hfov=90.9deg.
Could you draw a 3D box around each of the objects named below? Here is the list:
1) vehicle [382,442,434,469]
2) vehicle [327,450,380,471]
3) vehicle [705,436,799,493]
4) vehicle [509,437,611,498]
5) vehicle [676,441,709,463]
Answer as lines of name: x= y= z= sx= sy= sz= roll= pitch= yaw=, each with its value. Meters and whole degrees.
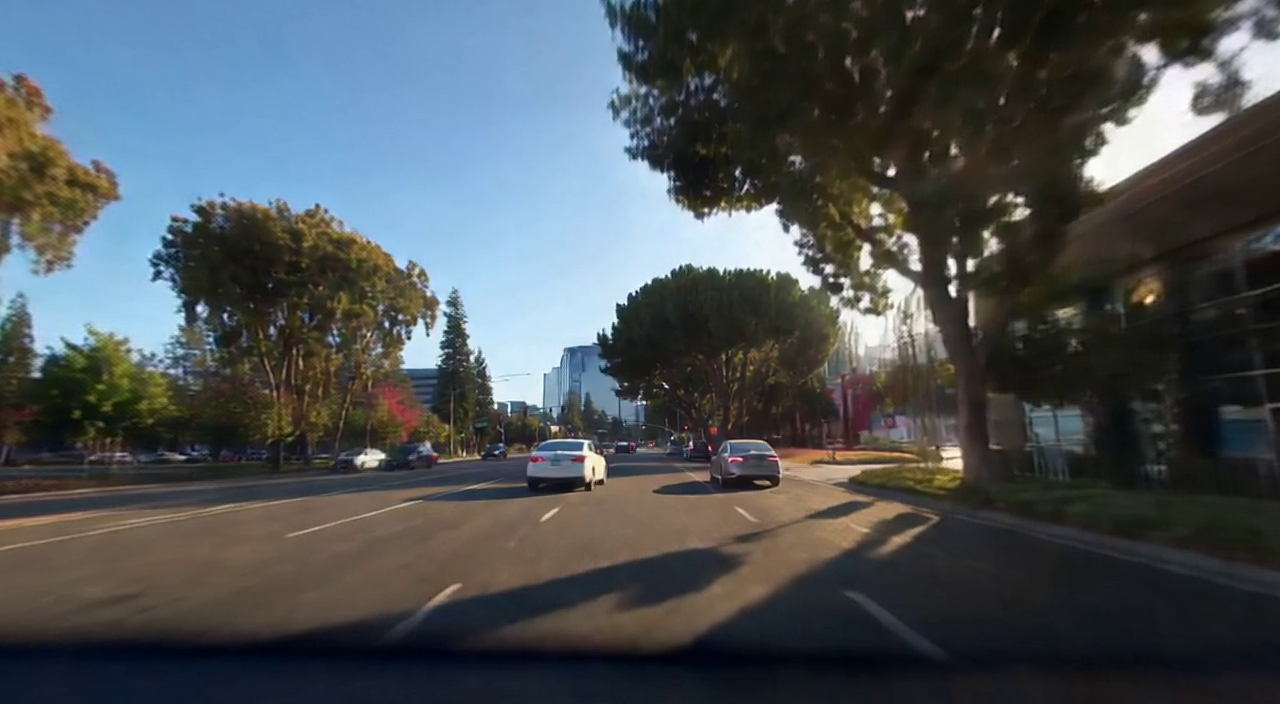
vehicle: x=-15.299 y=6.863 z=41.845 sx=1.863 sy=1.658 sz=4.078 roll=0 pitch=-8 yaw=1
vehicle: x=-21.899 y=8.288 z=48.390 sx=1.848 sy=1.450 sz=4.678 roll=0 pitch=-8 yaw=0
vehicle: x=3.232 y=3.338 z=19.091 sx=1.948 sy=1.474 sz=4.360 roll=0 pitch=-8 yaw=-1
vehicle: x=-2.013 y=3.062 z=17.089 sx=1.971 sy=1.433 sz=3.923 roll=-1 pitch=-8 yaw=5
vehicle: x=3.723 y=7.113 z=45.083 sx=1.913 sy=1.463 sz=4.198 roll=0 pitch=-8 yaw=-1
